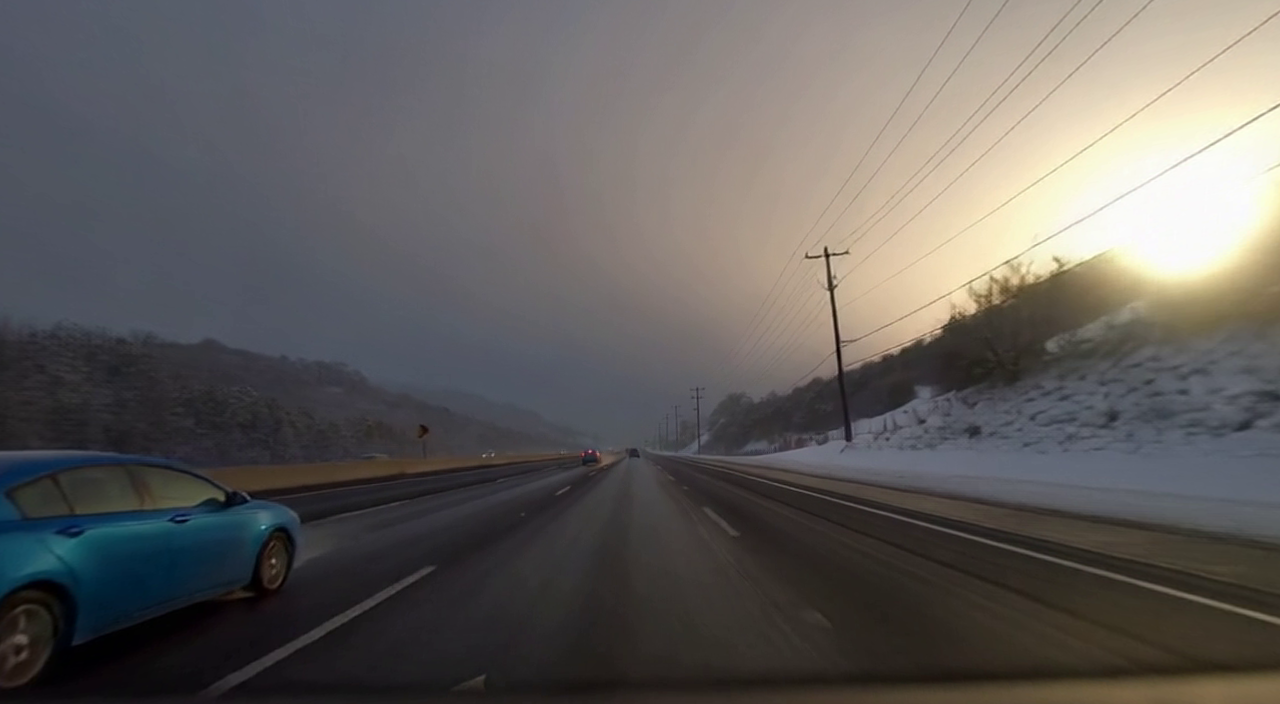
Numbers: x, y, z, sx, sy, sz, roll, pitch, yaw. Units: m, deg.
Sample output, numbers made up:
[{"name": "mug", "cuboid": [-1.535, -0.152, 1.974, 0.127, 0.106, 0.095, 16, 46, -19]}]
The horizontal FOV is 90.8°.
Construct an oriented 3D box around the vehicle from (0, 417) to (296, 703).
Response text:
[{"name": "vehicle", "cuboid": [-4.166, 1.087, 3.185, 2.064, 1.489, 4.966, 0, -9, 0]}]
